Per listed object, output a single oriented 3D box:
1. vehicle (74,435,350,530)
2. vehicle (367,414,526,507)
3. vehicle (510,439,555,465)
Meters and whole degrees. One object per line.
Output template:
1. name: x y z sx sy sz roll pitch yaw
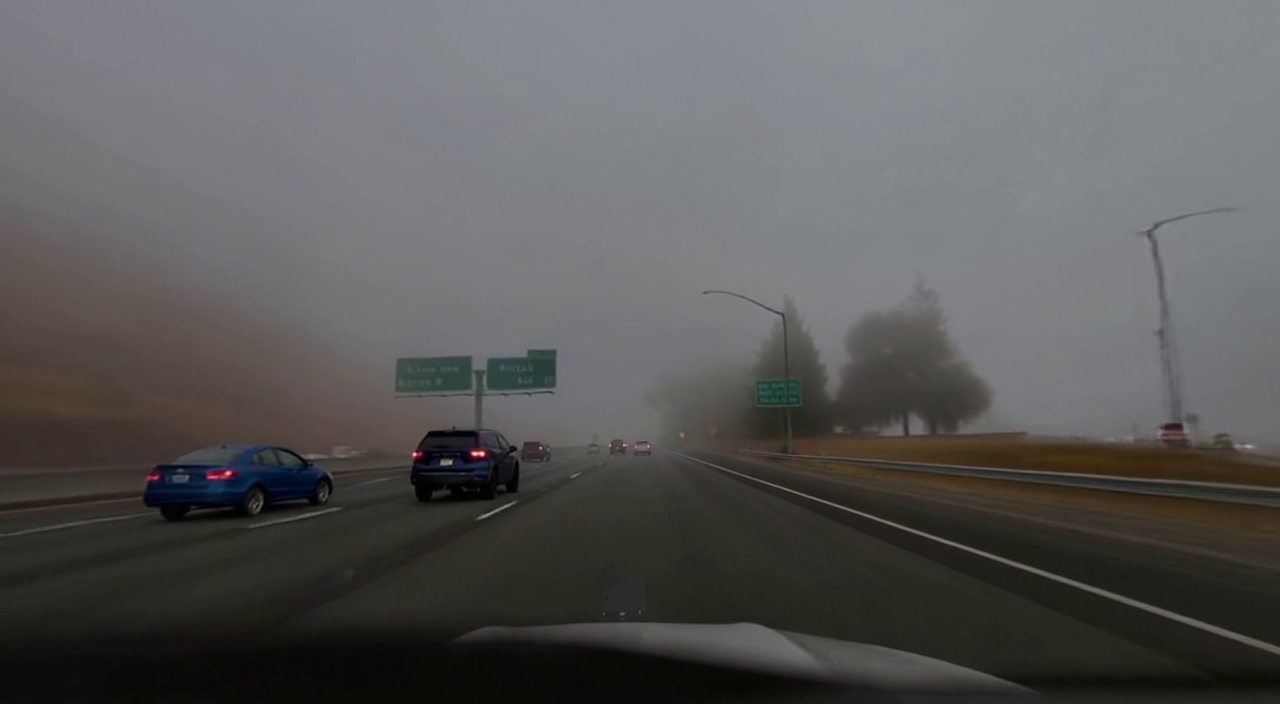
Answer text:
1. vehicle: -8.082 2.490 12.693 1.984 1.508 4.935 0 -9 2
2. vehicle: -4.515 2.648 15.716 2.219 1.947 4.924 0 -9 2
3. vehicle: -7.100 6.660 42.074 2.069 1.636 4.483 0 -9 2
